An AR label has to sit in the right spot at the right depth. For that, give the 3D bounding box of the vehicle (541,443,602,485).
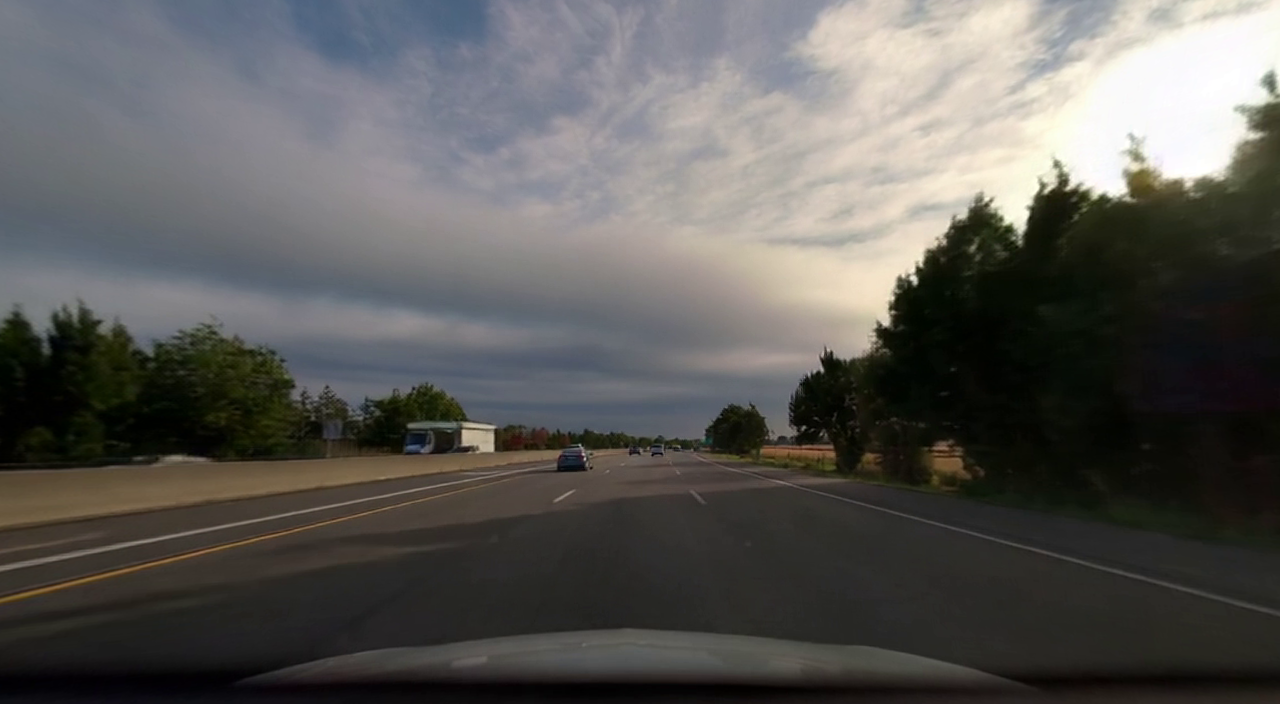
[{"bbox_3d":[-2.767,4.657,26.450,1.959,1.571,4.313,-1,-9,2],"label":"vehicle"}]
